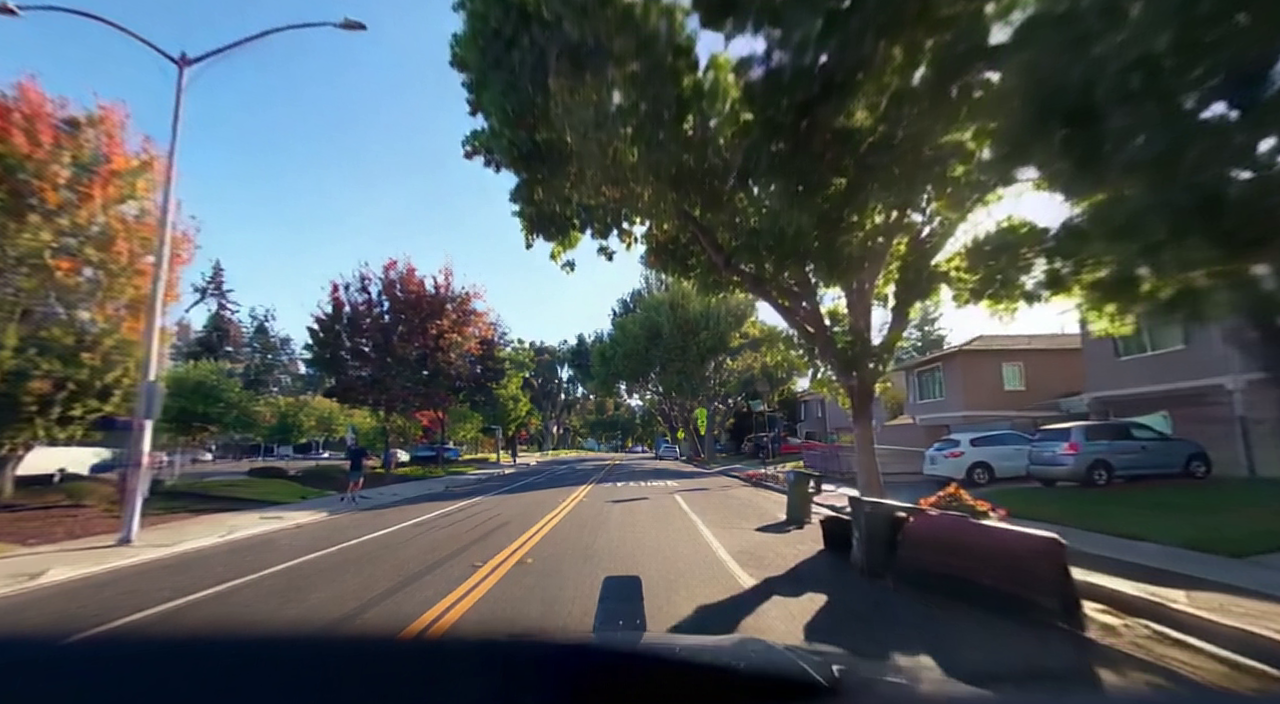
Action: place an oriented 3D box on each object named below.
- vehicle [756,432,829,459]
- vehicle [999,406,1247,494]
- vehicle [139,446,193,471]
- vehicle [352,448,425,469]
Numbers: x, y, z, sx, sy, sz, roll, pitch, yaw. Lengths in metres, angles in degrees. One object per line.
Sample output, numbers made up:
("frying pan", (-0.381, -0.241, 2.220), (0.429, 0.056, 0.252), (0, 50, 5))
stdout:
("vehicle", (11.078, 6.821, 45.997), (4.750, 1.658, 1.902), (-2, -10, 0))
("vehicle", (10.579, 2.159, 14.077), (3.933, 1.645, 1.832), (-2, -8, -2))
("vehicle", (-35.854, 8.093, 47.691), (4.938, 1.720, 1.926), (-9, -14, 39))
("vehicle", (-19.181, 8.126, 48.312), (4.691, 1.483, 1.955), (8, -12, -44))
